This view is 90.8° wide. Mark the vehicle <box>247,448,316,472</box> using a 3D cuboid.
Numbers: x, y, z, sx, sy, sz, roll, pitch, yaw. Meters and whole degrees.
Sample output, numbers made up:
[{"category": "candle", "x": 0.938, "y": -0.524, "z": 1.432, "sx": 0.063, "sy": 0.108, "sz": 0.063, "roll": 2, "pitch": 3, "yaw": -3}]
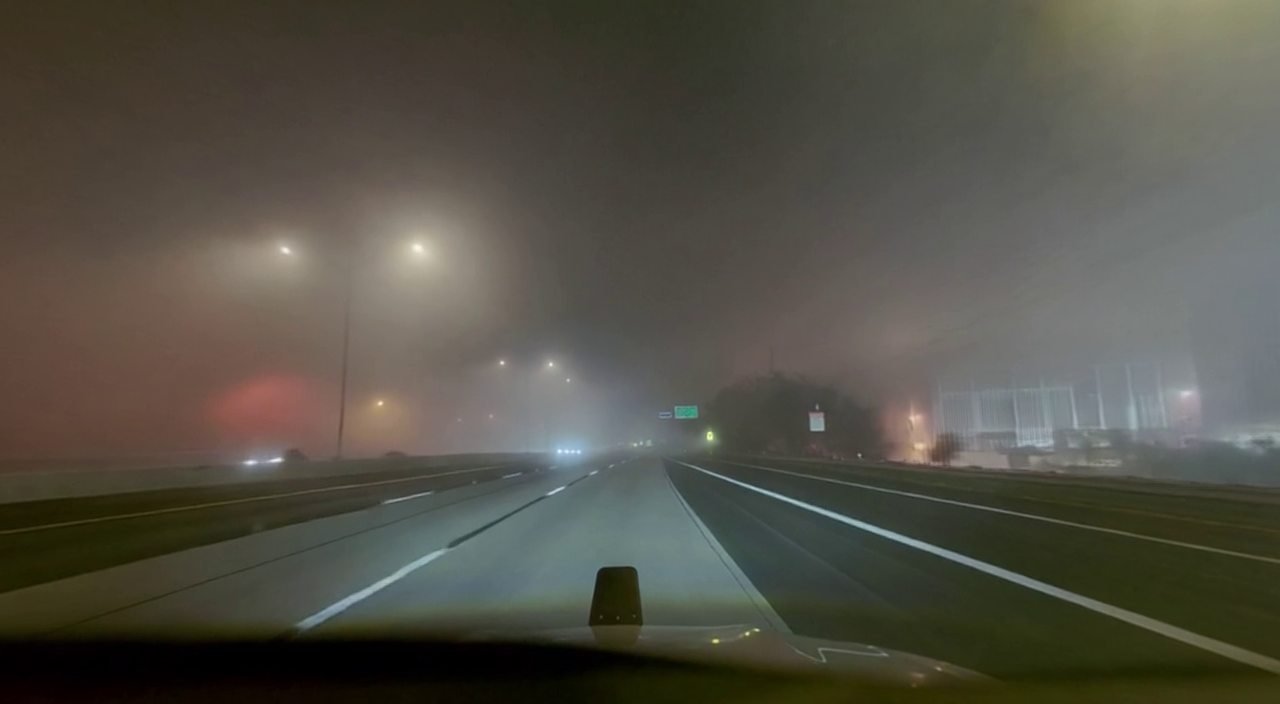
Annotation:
[{"category": "vehicle", "x": -25.193, "y": 7.606, "z": 44.572, "sx": 1.950, "sy": 1.541, "sz": 4.799, "roll": -1, "pitch": -8, "yaw": 1}]
